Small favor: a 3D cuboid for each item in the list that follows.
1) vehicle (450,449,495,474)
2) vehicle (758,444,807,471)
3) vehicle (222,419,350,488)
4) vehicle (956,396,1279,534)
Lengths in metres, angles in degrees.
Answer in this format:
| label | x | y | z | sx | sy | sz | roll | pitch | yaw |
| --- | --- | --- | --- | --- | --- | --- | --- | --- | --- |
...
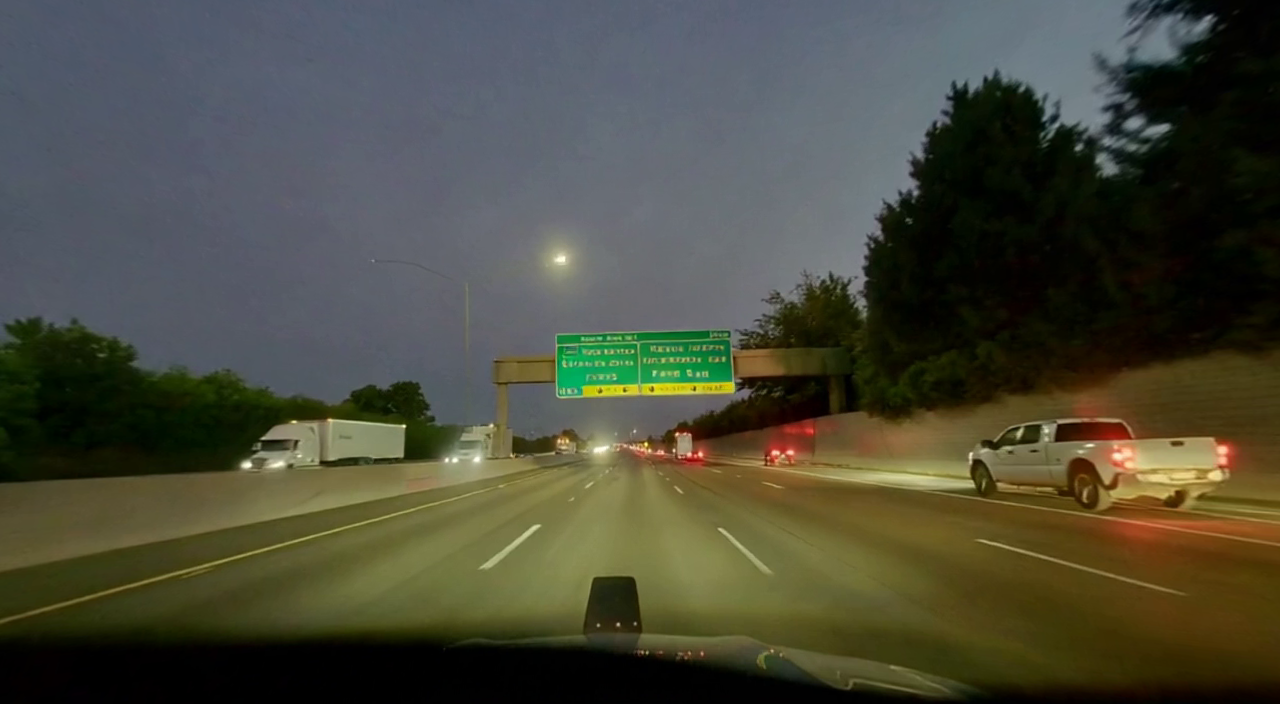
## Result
| label | x | y | z | sx | sy | sz | roll | pitch | yaw |
| --- | --- | --- | --- | --- | --- | --- | --- | --- | --- |
| vehicle | -12.774 | 8.358 | 48.233 | 2.018 | 1.849 | 4.922 | 0 | -9 | 0 |
| vehicle | 9.161 | 6.833 | 40.810 | 1.950 | 1.632 | 4.845 | 0 | -9 | -1 |
| vehicle | -23.254 | 6.766 | 42.216 | 3.189 | 4.074 | 9.572 | 0 | -9 | -2 |
| vehicle | 8.764 | 2.135 | 12.351 | 2.184 | 2.052 | 5.650 | -1 | -9 | 0 |
